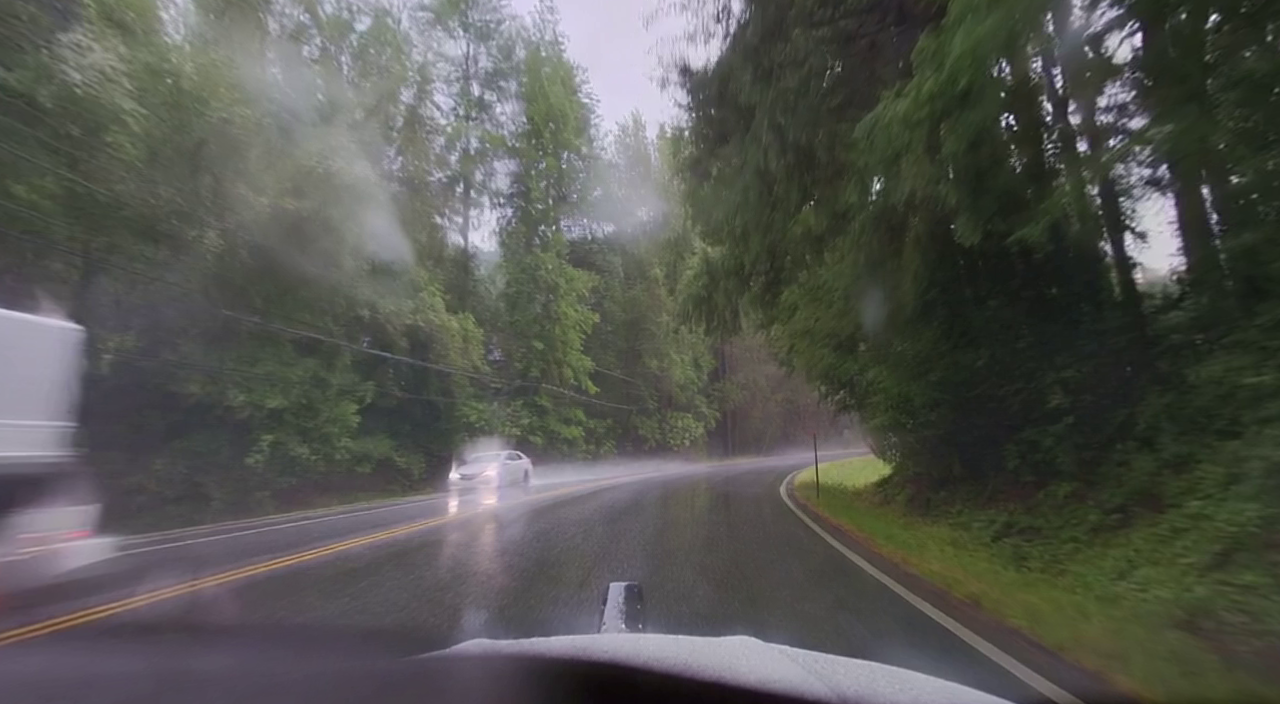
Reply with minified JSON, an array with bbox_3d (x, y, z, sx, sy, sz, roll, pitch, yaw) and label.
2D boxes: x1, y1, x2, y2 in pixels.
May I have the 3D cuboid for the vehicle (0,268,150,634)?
[{"bbox_3d":[-6.033,0.373,2.431,2.362,2.671,6.942,0,-9,3],"label":"vehicle"}]

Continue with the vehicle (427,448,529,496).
[{"bbox_3d":[-5.196,3.885,20.730,1.811,1.428,3.647,-2,-9,11],"label":"vehicle"}]
